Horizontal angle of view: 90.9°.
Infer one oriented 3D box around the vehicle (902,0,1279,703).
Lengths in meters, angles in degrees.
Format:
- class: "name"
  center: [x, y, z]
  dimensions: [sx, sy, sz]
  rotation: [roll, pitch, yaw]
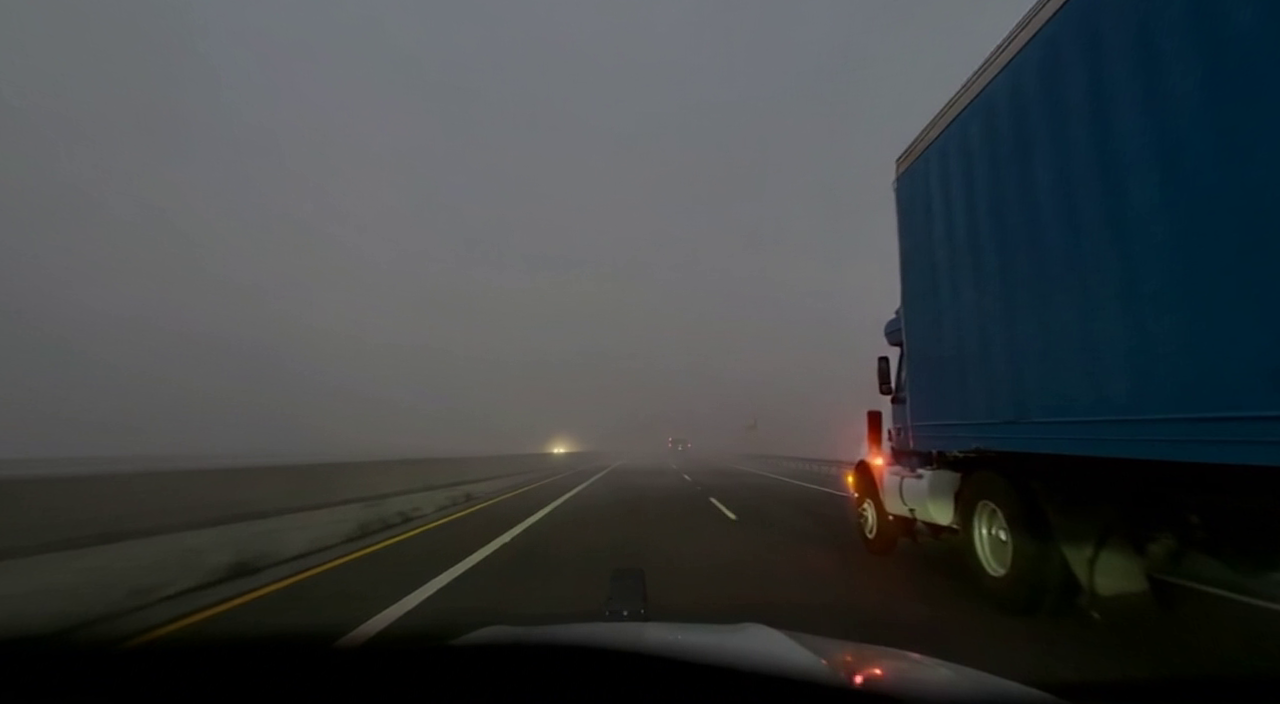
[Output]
- class: "vehicle"
  center: [4.009, -0.499, 0.932]
  dimensions: [3.080, 4.016, 9.760]
  rotation: [-1, -8, 1]
